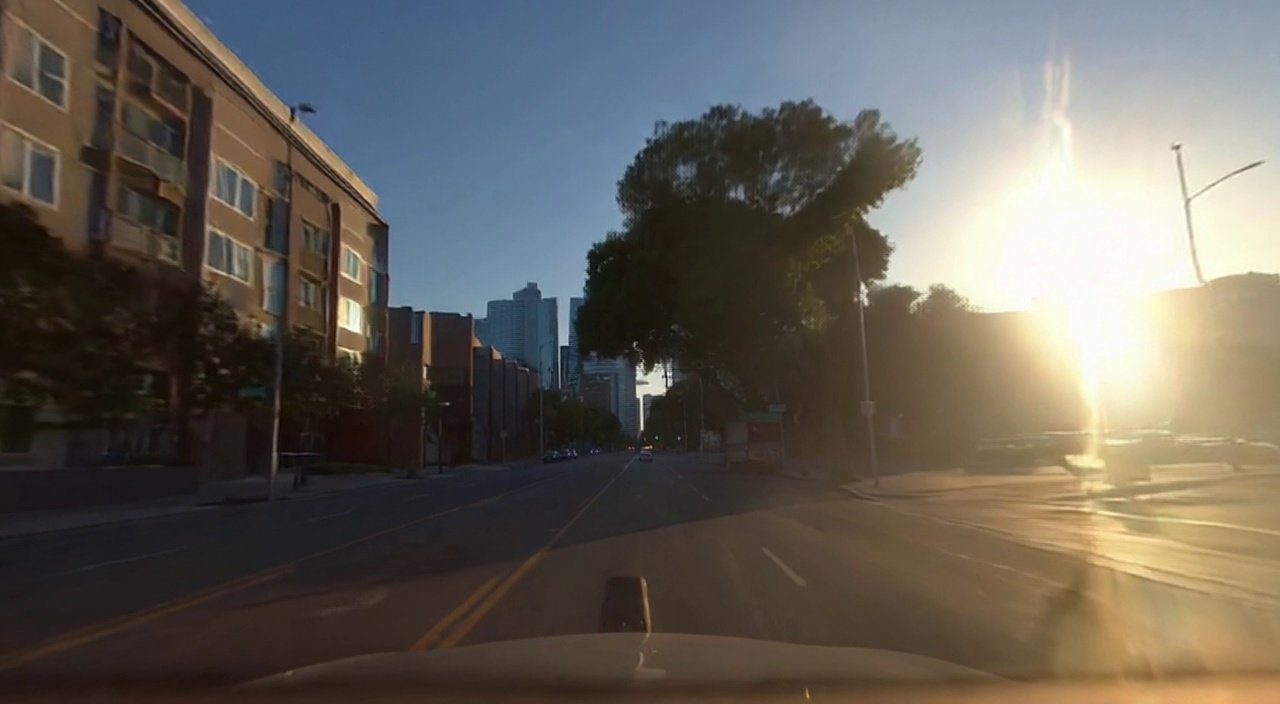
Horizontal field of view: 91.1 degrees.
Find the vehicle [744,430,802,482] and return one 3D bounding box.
[{"bbox_3d":[6.631,5.218,31.647,2.021,2.433,3.088,0,-8,-4],"label":"vehicle"}]

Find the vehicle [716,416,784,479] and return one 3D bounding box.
[{"bbox_3d":[6.193,5.522,36.392,2.750,3.269,6.333,0,-9,0],"label":"vehicle"}]
